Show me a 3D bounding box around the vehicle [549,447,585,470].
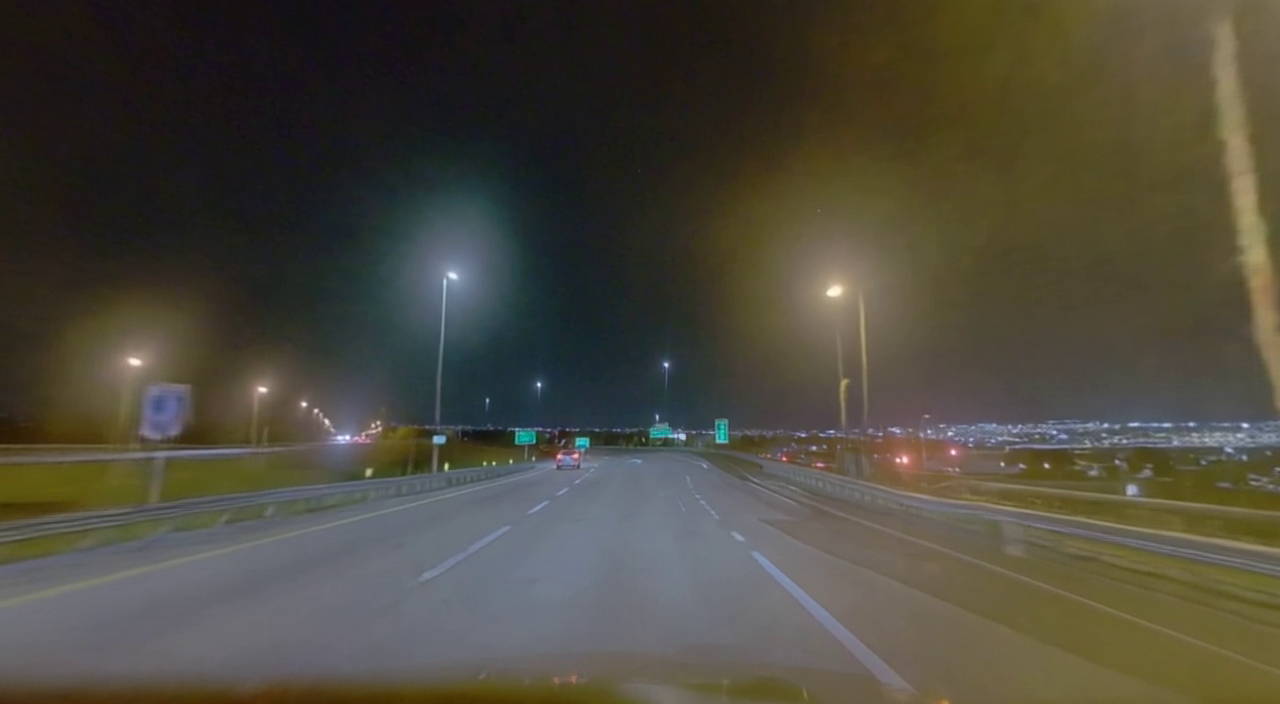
[{"bbox_3d":[-5.198,7.660,45.462,2.234,1.588,4.484,1,-9,-3],"label":"vehicle"}]
